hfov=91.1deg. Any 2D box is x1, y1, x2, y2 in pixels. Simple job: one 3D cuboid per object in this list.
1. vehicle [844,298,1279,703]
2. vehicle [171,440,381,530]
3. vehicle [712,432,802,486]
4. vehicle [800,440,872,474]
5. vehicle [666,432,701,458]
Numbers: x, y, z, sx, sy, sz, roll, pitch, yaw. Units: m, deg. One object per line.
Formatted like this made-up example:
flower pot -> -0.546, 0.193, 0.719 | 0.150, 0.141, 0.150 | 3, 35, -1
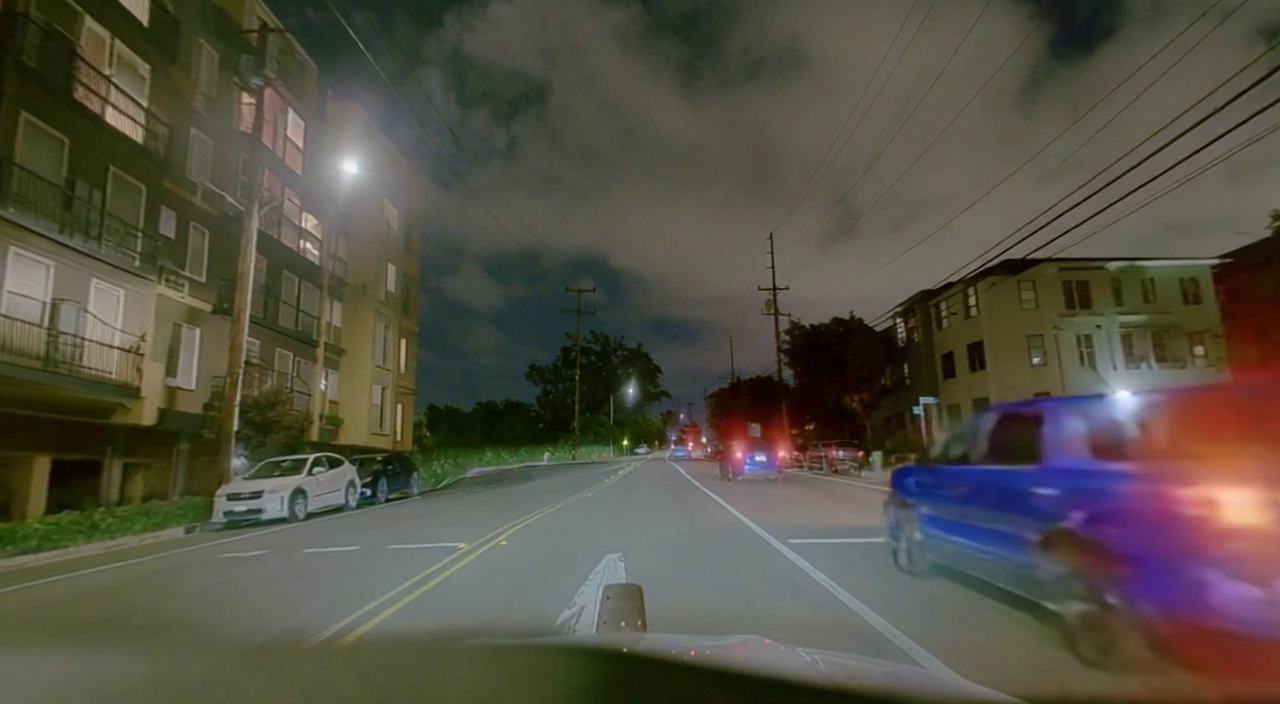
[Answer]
vehicle -> 3.581, 1.051, 4.766 | 2.368, 1.840, 4.896 | 0, -8, 0
vehicle -> -8.564, 3.112, 15.447 | 2.381, 1.825, 4.652 | 0, -8, -1
vehicle -> 3.669, 3.453, 20.575 | 2.028, 1.552, 4.370 | 0, -8, -1
vehicle -> 9.278, 5.005, 30.122 | 1.935, 1.478, 4.711 | 0, -8, 0
vehicle -> 3.111, 6.783, 45.653 | 2.046, 1.784, 4.687 | 0, -8, -1
